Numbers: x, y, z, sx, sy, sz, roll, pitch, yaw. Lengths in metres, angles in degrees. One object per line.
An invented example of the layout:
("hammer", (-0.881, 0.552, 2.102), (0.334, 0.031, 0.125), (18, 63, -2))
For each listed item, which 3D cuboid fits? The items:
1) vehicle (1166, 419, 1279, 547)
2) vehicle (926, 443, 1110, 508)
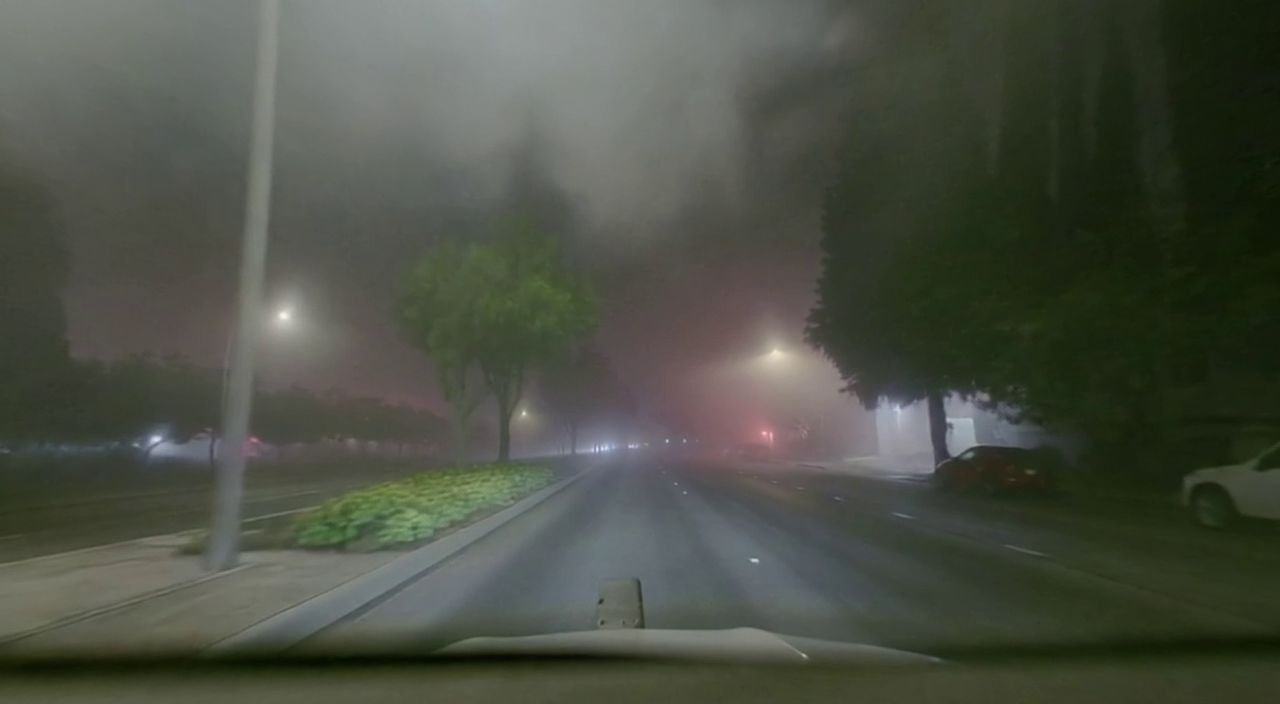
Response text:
("vehicle", (9.863, 1.738, 8.217), (2.018, 1.742, 4.547), (0, -9, -1))
("vehicle", (9.912, 3.239, 17.160), (1.996, 1.488, 4.810), (0, -9, 0))
